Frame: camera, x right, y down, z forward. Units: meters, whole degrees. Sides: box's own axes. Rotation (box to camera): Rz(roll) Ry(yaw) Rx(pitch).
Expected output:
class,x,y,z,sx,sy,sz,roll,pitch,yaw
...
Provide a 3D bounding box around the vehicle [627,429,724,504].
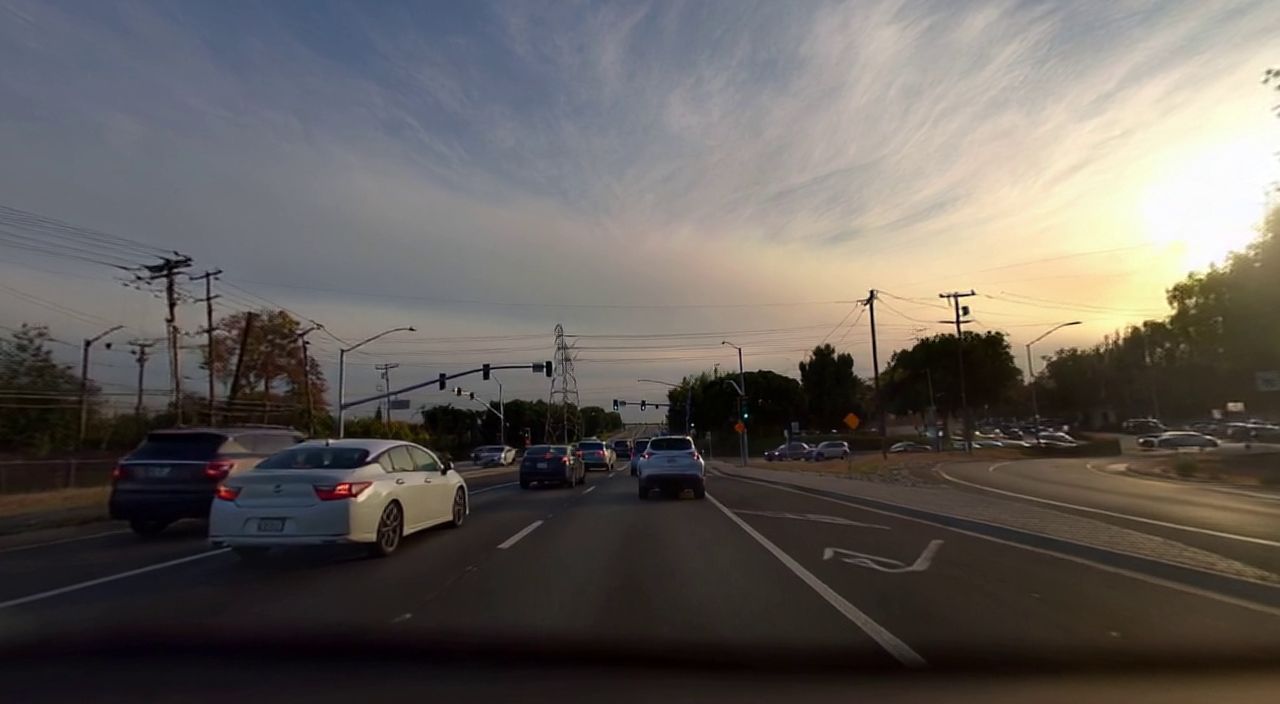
class,x,y,z,sx,sy,sz,roll,pitch,yaw
vehicle,0.888,2.919,16.487,2.205,1.691,3.937,0,-8,2

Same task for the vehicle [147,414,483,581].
class,x,y,z,sx,sy,sz,roll,pitch,yaw
vehicle,-3.761,1.763,8.476,2.018,1.621,4.441,0,-8,2

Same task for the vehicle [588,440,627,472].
class,x,y,z,sx,sy,sz,roll,pitch,yaw
vehicle,-1.862,6.118,37.391,1.788,1.773,3.731,-1,-9,5

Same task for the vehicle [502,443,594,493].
class,x,y,z,sx,sy,sz,roll,pitch,yaw
vehicle,-2.852,3.704,20.567,2.105,1.436,4.311,-1,-8,4
